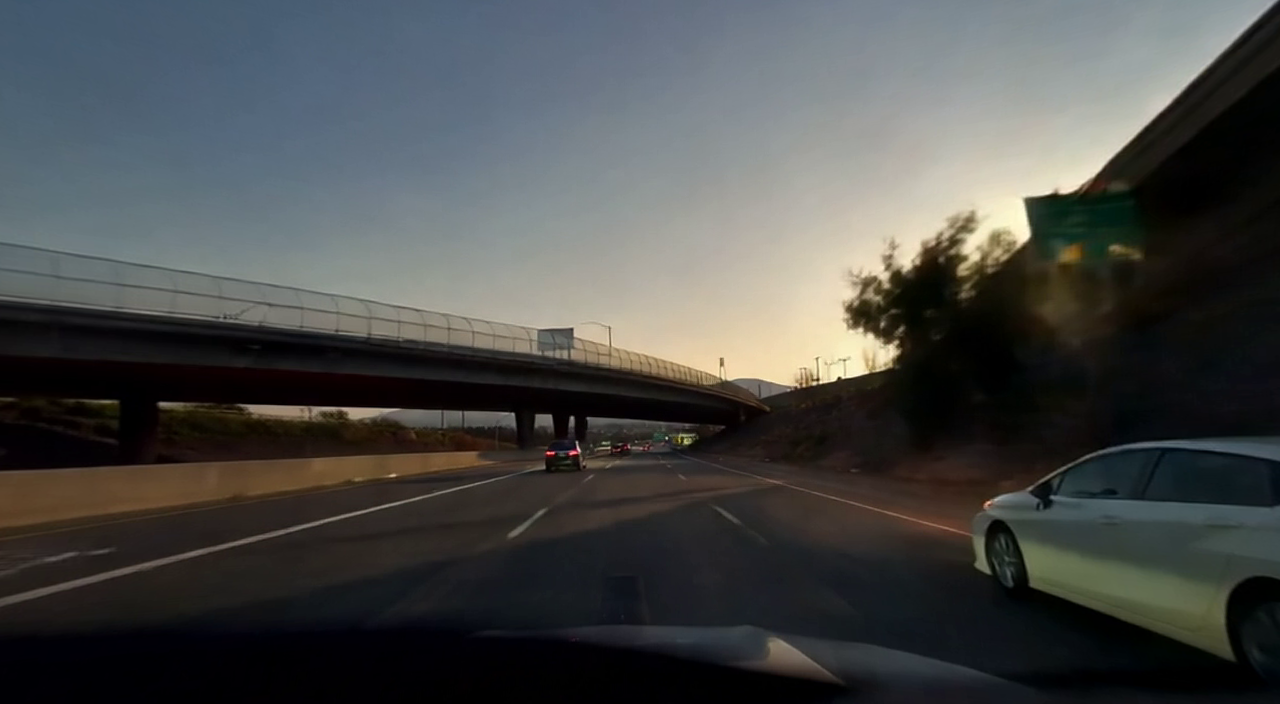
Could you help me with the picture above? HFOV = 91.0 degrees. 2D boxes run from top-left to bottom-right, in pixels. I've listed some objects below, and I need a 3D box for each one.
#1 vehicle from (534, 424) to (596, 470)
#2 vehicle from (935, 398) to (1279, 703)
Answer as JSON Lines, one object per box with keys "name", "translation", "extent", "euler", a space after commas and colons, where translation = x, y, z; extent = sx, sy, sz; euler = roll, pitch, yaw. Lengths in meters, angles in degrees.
{"name": "vehicle", "translation": [-3.929, 5.154, 34.116], "extent": [2.496, 2.203, 6.317], "euler": [0, -9, 1]}
{"name": "vehicle", "translation": [3.600, 1.034, 2.986], "extent": [2.047, 1.532, 4.884], "euler": [0, -9, 0]}
